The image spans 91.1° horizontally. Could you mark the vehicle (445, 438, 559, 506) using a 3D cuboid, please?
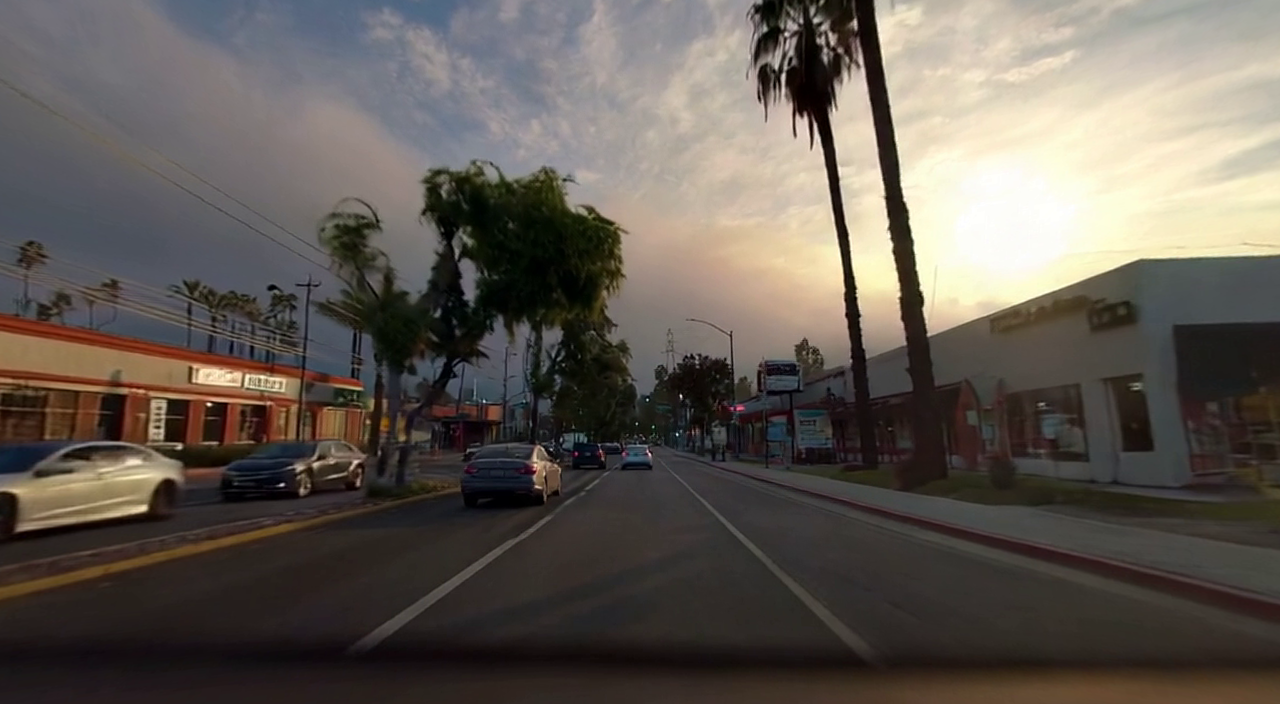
[{"bbox_3d":[-3.391,3.031,16.386,1.904,1.513,4.410,0,-8,1],"label":"vehicle"}]

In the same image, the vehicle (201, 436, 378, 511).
[{"bbox_3d":[-8.541,2.971,15.887,1.928,1.532,4.533,-2,-9,-1],"label":"vehicle"}]

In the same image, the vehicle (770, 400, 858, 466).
[{"bbox_3d":[10.008,4.824,37.119,2.878,3.388,8.331,-1,-8,1],"label":"vehicle"}]

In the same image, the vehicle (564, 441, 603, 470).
[{"bbox_3d":[-3.340,6.211,37.996,1.979,1.634,3.957,0,-8,0],"label":"vehicle"}]

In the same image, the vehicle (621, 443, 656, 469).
[{"bbox_3d":[-0.097,6.517,39.485,2.094,1.496,4.070,0,-8,0],"label":"vehicle"}]

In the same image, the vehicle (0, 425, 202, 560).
[{"bbox_3d":[-8.488,1.874,8.703,1.893,1.576,4.075,-2,-9,0],"label":"vehicle"}]
